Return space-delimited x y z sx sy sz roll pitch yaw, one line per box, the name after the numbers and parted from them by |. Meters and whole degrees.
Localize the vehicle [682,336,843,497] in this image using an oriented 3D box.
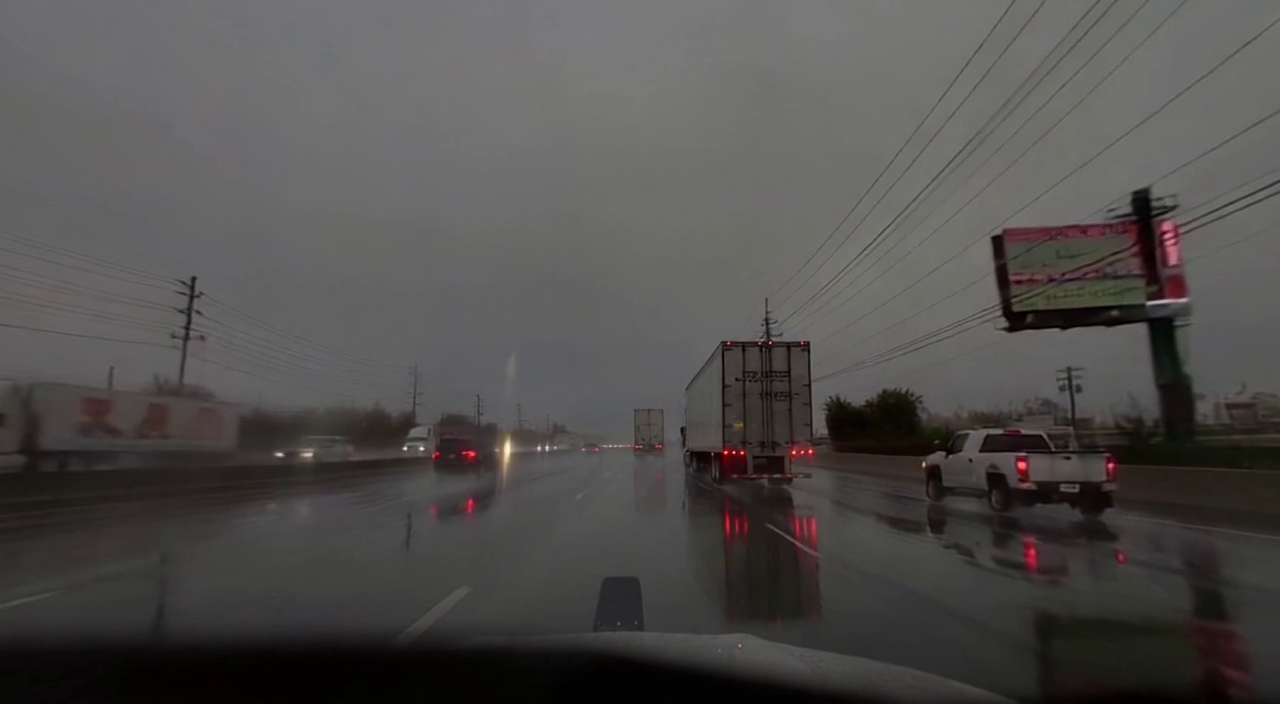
3.669 2.867 24.606 2.892 4.152 16.575 0 -9 0 | vehicle

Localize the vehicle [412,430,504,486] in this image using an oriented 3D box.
-6.611 3.927 23.614 2.004 1.846 4.739 0 -9 0 | vehicle

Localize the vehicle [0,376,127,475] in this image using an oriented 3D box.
-27.553 3.230 27.401 2.998 3.998 8.850 0 -9 1 | vehicle

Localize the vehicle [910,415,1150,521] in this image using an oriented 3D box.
7.839 2.376 13.440 2.115 1.844 4.522 0 -9 -1 | vehicle

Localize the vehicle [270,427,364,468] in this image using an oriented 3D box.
-16.665 4.981 32.969 2.315 1.940 4.685 0 -9 1 | vehicle
